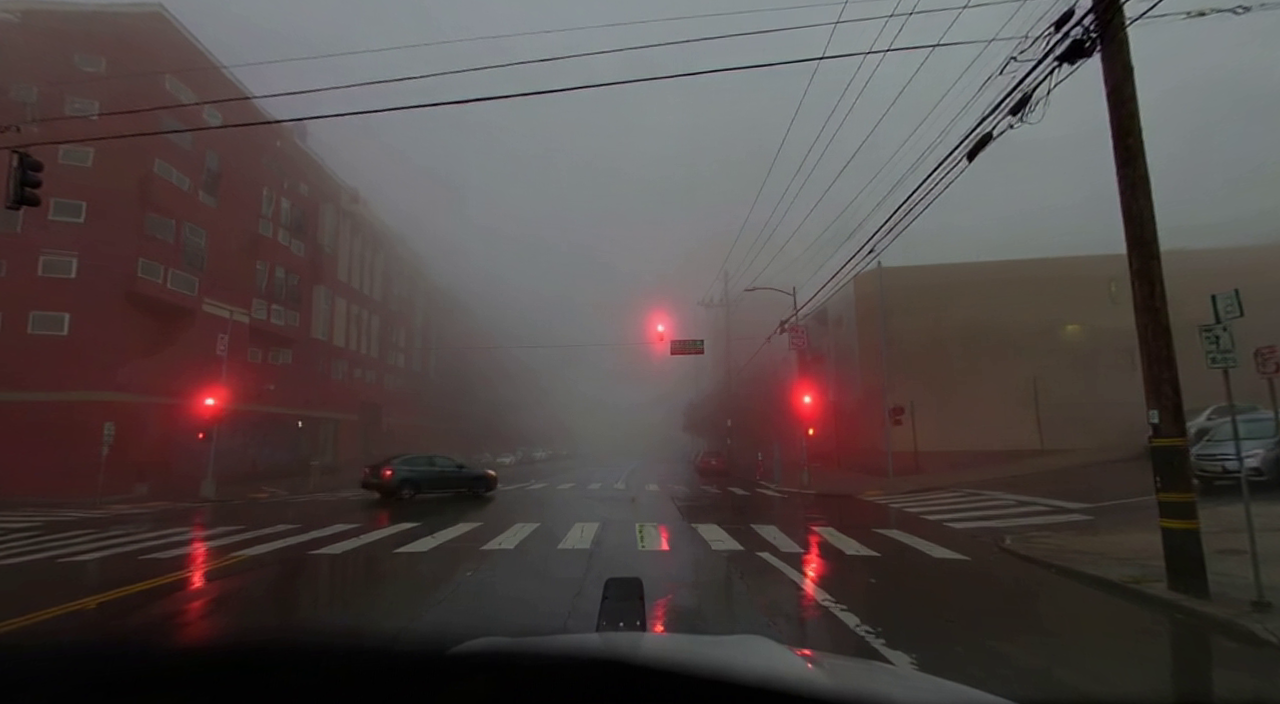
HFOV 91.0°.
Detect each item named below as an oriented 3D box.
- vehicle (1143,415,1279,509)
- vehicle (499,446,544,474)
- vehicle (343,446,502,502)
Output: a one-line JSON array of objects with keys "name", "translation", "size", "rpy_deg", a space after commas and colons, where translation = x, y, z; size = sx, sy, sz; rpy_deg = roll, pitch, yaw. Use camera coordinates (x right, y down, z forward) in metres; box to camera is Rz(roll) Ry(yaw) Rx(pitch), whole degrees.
[{"name": "vehicle", "translation": [12.712, 2.201, 12.799], "size": [3.234, 1.746, 1.941], "rpy_deg": [0, -9, -2]}, {"name": "vehicle", "translation": [-8.249, 7.540, 44.300], "size": [2.096, 1.830, 4.752], "rpy_deg": [0, -9, 2]}, {"name": "vehicle", "translation": [-7.249, 4.031, 21.204], "size": [4.525, 1.650, 2.120], "rpy_deg": [7, -11, -38]}]
